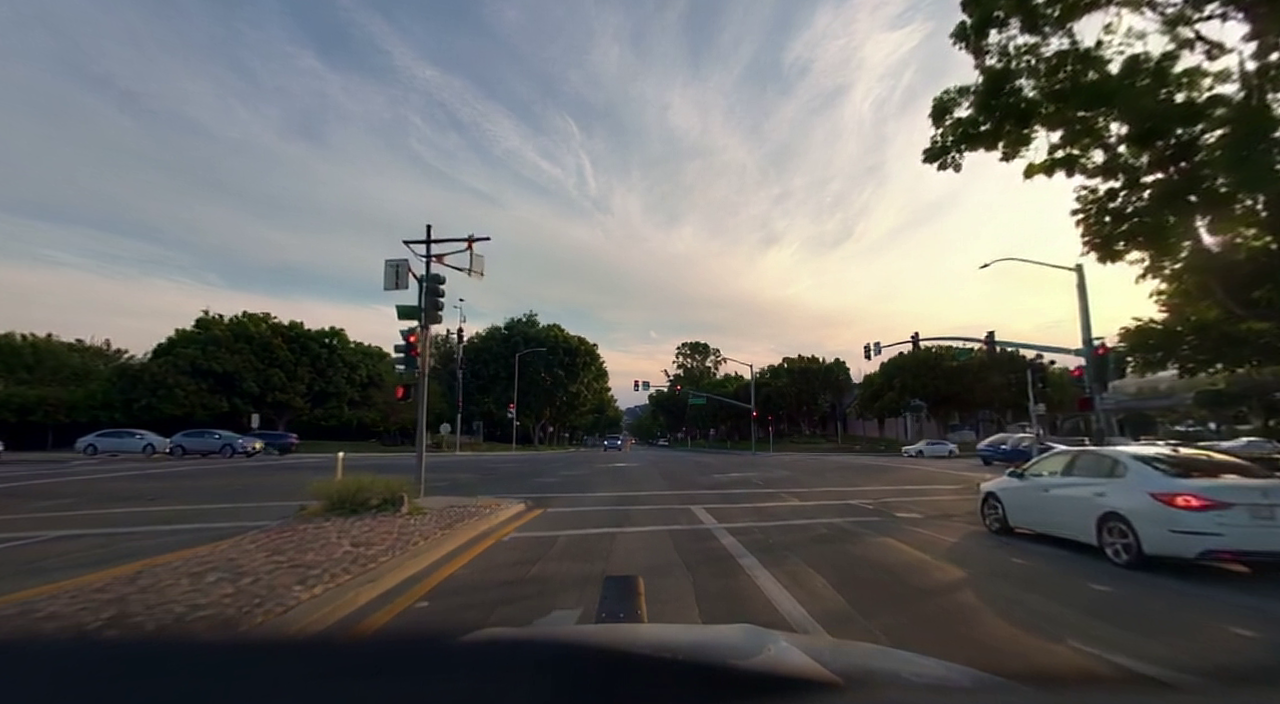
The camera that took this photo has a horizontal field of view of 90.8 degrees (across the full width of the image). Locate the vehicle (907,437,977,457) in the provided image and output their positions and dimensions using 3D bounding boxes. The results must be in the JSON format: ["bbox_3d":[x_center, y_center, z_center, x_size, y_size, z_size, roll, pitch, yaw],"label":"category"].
[{"bbox_3d":[22.555,7.106,47.222,4.516,1.468,1.962,3,-9,-17],"label":"vehicle"}]

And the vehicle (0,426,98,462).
[{"bbox_3d":[-25.817,3.839,26.352,4.335,1.442,1.862,2,-9,-15],"label":"vehicle"}]

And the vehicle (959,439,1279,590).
[{"bbox_3d":[6.129,1.868,8.140,1.815,1.417,4.125,1,-9,-1],"label":"vehicle"}]

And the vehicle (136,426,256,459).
[{"bbox_3d":[-21.638,4.443,30.990,4.331,1.544,1.896,2,-9,-16],"label":"vehicle"}]

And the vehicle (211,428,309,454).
[{"bbox_3d":[-23.056,5.424,38.444,4.683,1.495,2.119,-1,-9,5],"label":"vehicle"}]
